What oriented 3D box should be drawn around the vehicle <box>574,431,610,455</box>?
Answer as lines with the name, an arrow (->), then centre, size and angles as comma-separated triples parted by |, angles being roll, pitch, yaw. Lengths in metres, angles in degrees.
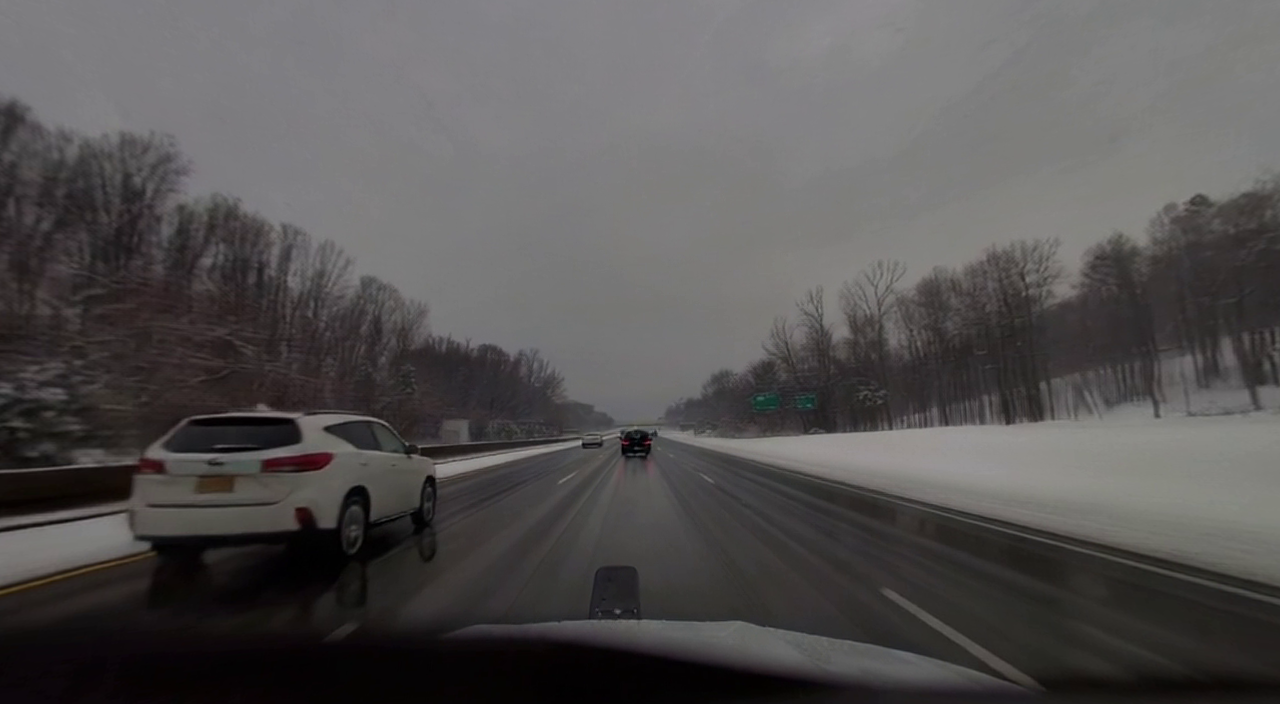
vehicle -> -3.203, 6.192, 42.933 | 2.030, 1.491, 4.046 | 0, -8, 1

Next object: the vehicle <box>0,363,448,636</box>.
vehicle -> -3.853, 1.264, 6.527 | 2.251, 1.749, 4.820 | 0, -8, -1

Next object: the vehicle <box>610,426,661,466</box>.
vehicle -> -0.197, 4.201, 28.406 | 2.134, 1.654, 4.174 | 0, -8, 0
